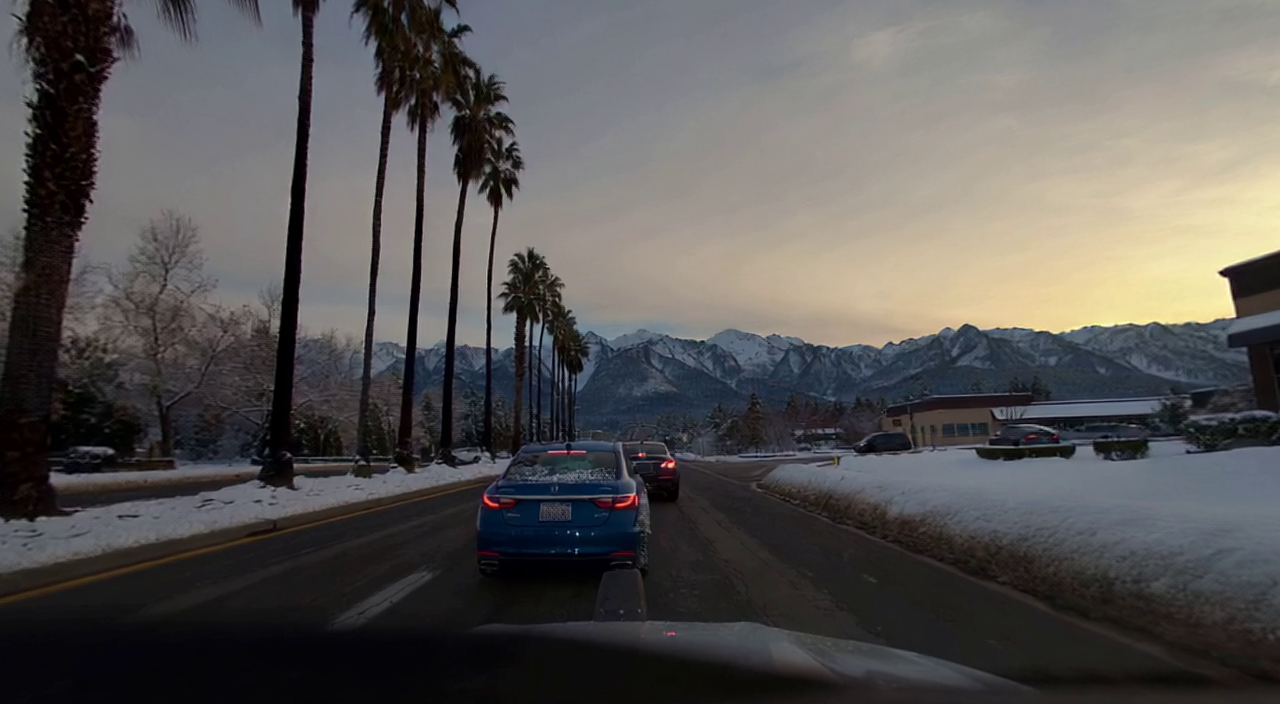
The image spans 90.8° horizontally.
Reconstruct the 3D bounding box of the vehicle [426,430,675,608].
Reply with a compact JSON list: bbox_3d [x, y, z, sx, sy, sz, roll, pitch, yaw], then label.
[{"bbox_3d":[-0.821,1.686,7.295,2.067,1.459,3.886,0,-8,-2],"label":"vehicle"}]

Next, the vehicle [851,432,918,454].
[{"bbox_3d":[19.202,7.200,49.800,1.925,1.652,4.490,6,-10,-34],"label":"vehicle"}]
